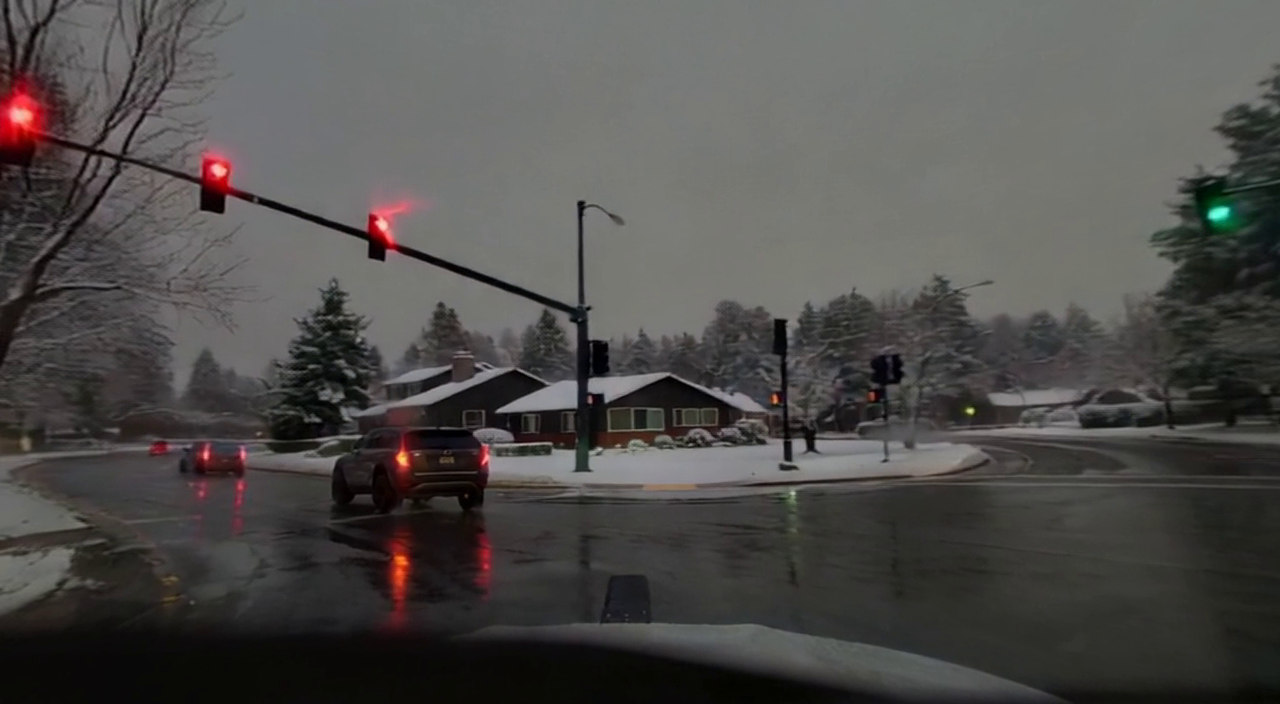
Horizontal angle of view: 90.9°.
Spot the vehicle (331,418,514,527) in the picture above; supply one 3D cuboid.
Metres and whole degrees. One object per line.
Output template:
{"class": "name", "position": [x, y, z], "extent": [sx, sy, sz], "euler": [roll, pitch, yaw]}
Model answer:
{"class": "vehicle", "position": [-4.720, 2.415, 13.237], "extent": [2.141, 1.833, 4.704], "euler": [6, -11, -38]}

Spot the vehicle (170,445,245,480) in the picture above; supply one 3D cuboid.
{"class": "vehicle", "position": [-19.714, 4.963, 28.650], "extent": [1.983, 1.433, 4.558], "euler": [8, -12, -43]}

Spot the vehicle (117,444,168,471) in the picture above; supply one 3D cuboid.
{"class": "vehicle", "position": [-30.810, 6.495, 38.952], "extent": [3.759, 1.520, 1.854], "euler": [-8, -12, 43]}
